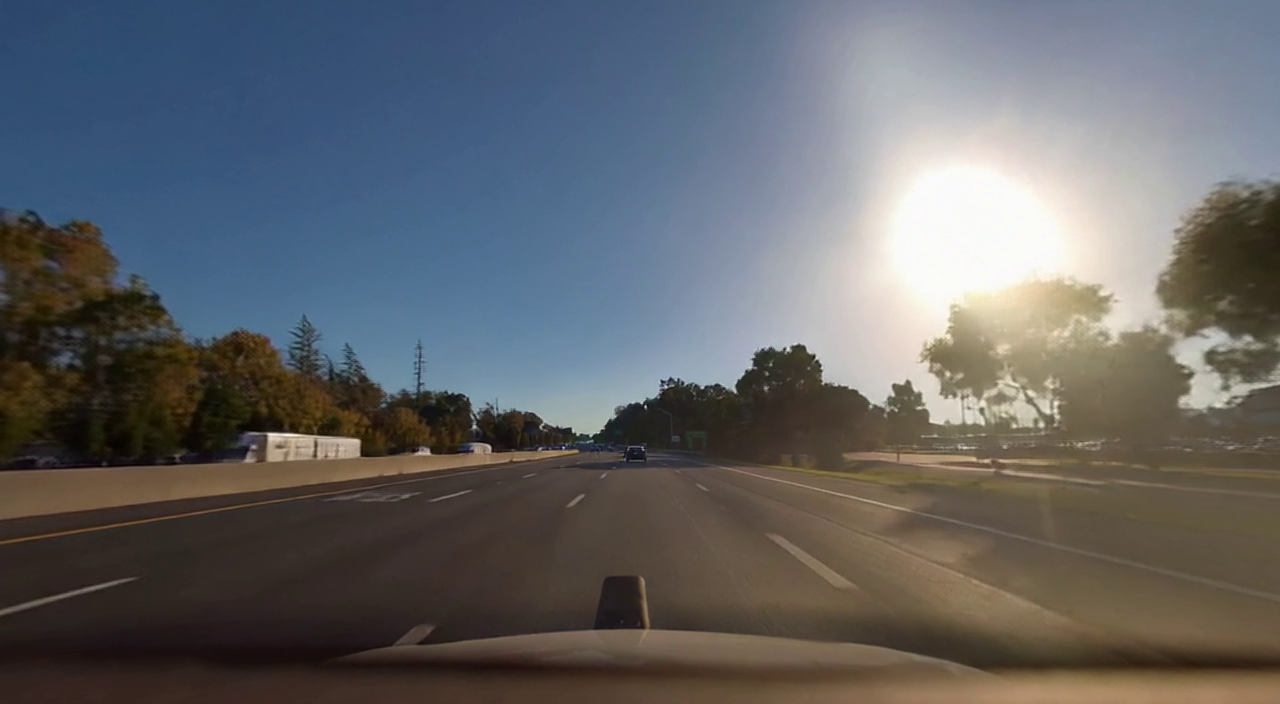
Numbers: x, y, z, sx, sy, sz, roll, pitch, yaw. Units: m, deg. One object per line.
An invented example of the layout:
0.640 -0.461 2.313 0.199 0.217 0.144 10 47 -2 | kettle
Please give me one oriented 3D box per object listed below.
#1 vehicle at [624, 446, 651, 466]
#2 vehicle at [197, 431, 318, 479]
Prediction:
-0.227 7.968 48.496 2.025 1.460 4.189 0 -9 -1 | vehicle
-28.478 7.741 47.863 2.995 3.269 9.862 0 -9 0 | vehicle
